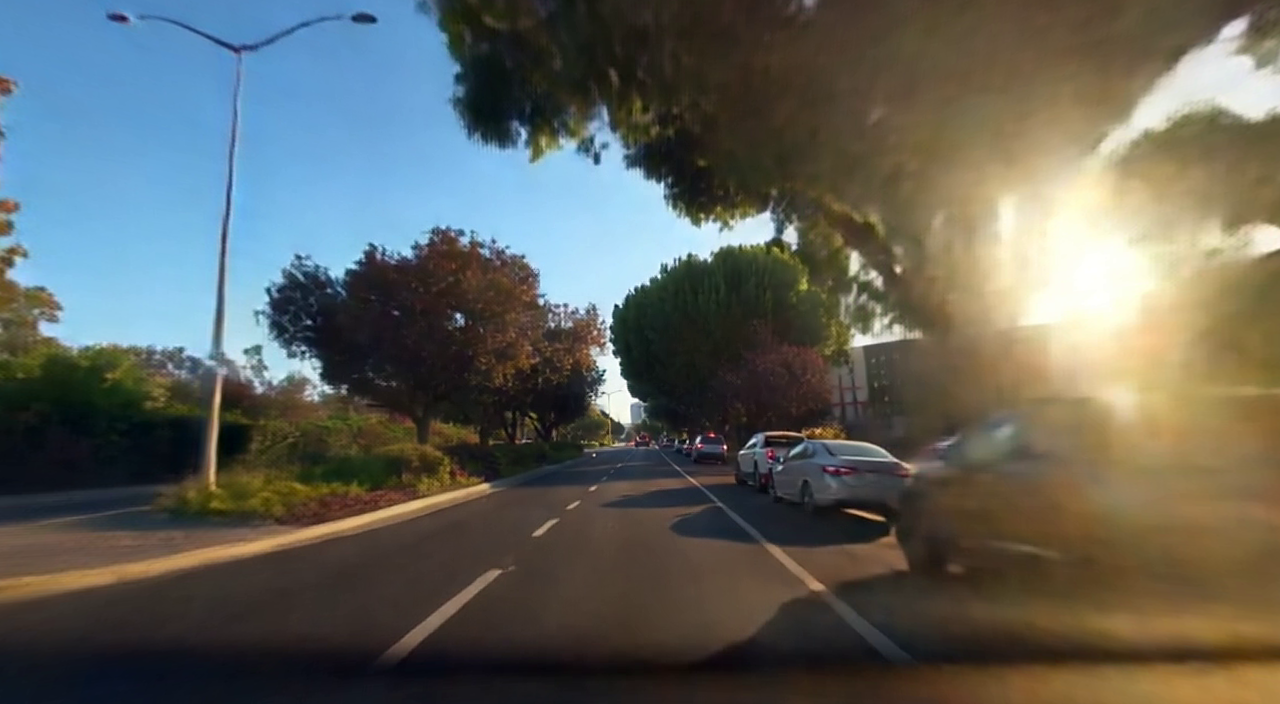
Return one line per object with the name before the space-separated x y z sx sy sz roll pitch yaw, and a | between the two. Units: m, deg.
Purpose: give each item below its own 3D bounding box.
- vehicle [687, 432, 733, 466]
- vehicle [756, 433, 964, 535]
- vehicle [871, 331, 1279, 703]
vehicle | 4.174 5.876 38.415 2.226 1.889 4.543 0 -8 -1
vehicle | 3.672 2.279 11.649 2.068 1.461 4.653 0 -8 -1
vehicle | 3.596 1.117 4.660 2.144 1.848 4.159 0 -8 0
